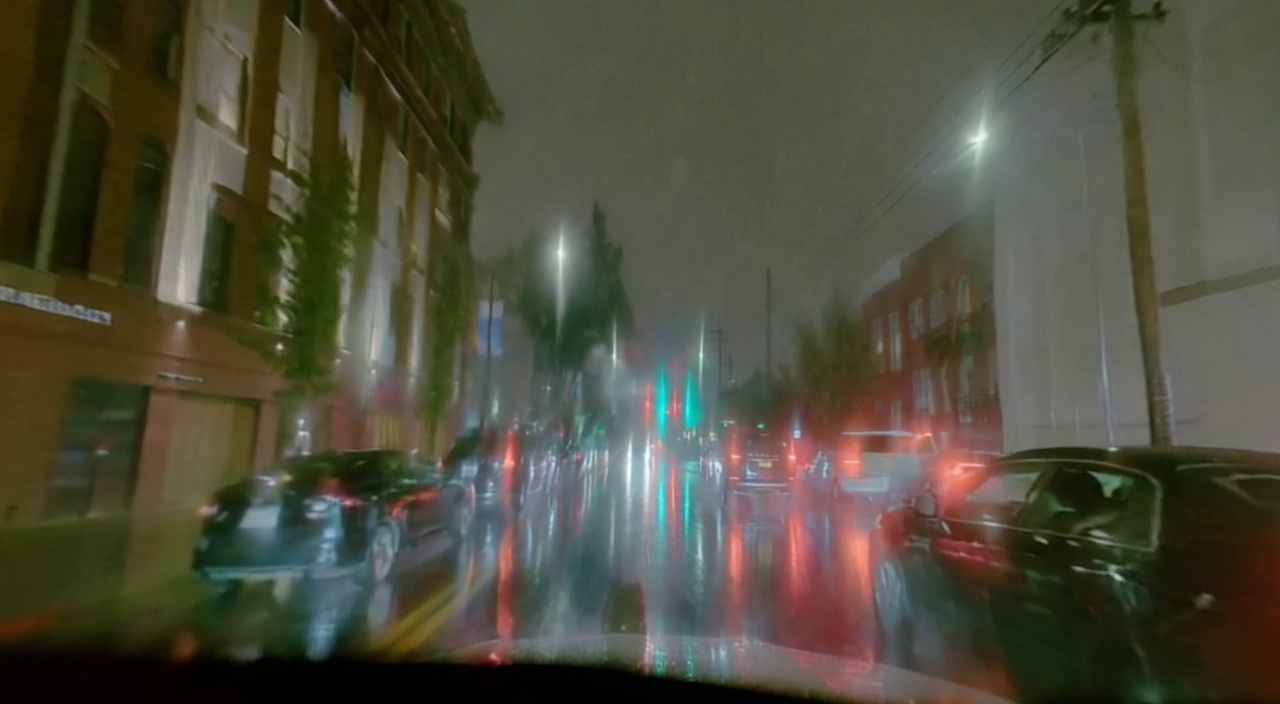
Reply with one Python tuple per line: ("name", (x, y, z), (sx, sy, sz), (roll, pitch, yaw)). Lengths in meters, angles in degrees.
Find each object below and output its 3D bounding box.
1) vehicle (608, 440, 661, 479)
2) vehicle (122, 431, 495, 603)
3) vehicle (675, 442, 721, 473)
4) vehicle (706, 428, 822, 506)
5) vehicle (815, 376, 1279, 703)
("vehicle", (-0.194, 4.385, 25.861), (2.007, 1.460, 3.923), (0, -8, 0))
("vehicle", (-3.451, 1.791, 7.909), (1.972, 1.471, 4.795), (0, -8, 2))
("vehicle", (2.966, 5.544, 33.206), (1.966, 1.475, 4.528), (0, -8, 0))
("vehicle", (2.975, 2.869, 16.147), (2.002, 1.707, 4.547), (0, -8, 0))
("vehicle", (2.462, 1.007, 2.735), (2.080, 1.495, 4.591), (0, -8, 0))
